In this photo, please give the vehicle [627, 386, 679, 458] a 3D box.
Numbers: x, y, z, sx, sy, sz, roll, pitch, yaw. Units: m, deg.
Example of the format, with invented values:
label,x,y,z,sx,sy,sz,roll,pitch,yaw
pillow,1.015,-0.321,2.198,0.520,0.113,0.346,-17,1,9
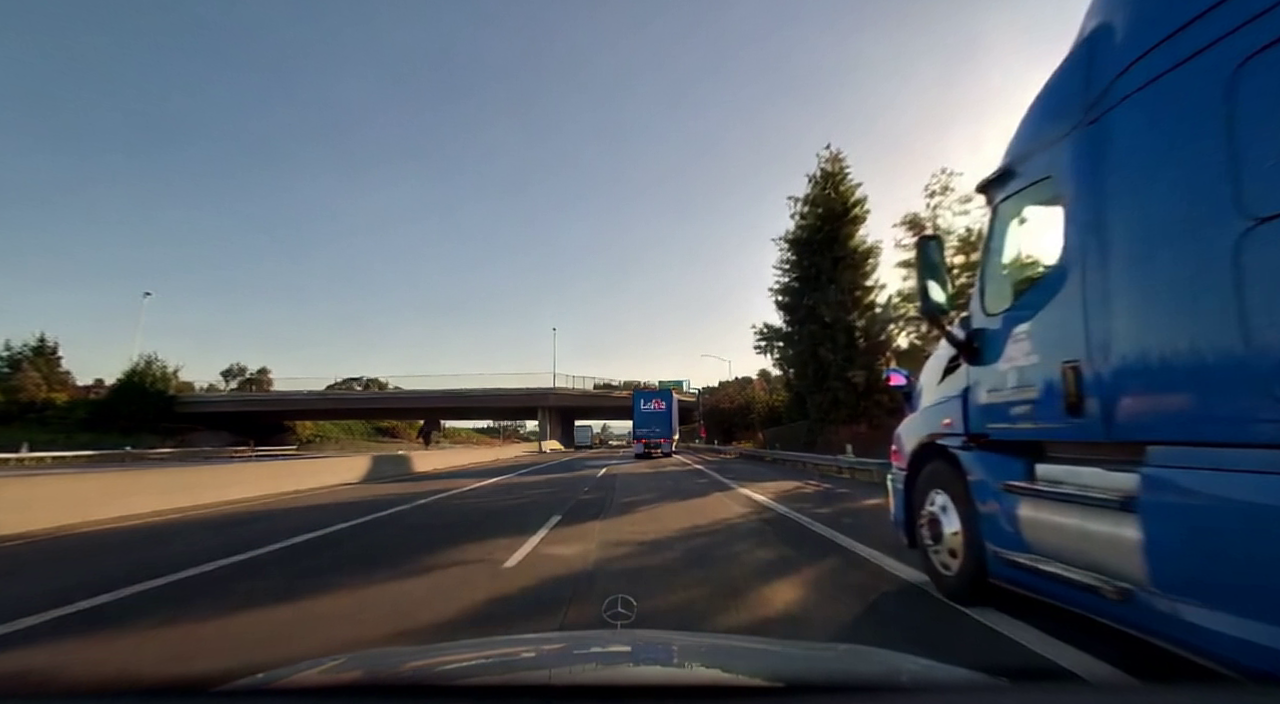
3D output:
label,x,y,z,sx,sy,sz,roll,pitch,yaw
vehicle,0.777,5.112,44.388,3.034,4.194,14.704,0,-8,0
